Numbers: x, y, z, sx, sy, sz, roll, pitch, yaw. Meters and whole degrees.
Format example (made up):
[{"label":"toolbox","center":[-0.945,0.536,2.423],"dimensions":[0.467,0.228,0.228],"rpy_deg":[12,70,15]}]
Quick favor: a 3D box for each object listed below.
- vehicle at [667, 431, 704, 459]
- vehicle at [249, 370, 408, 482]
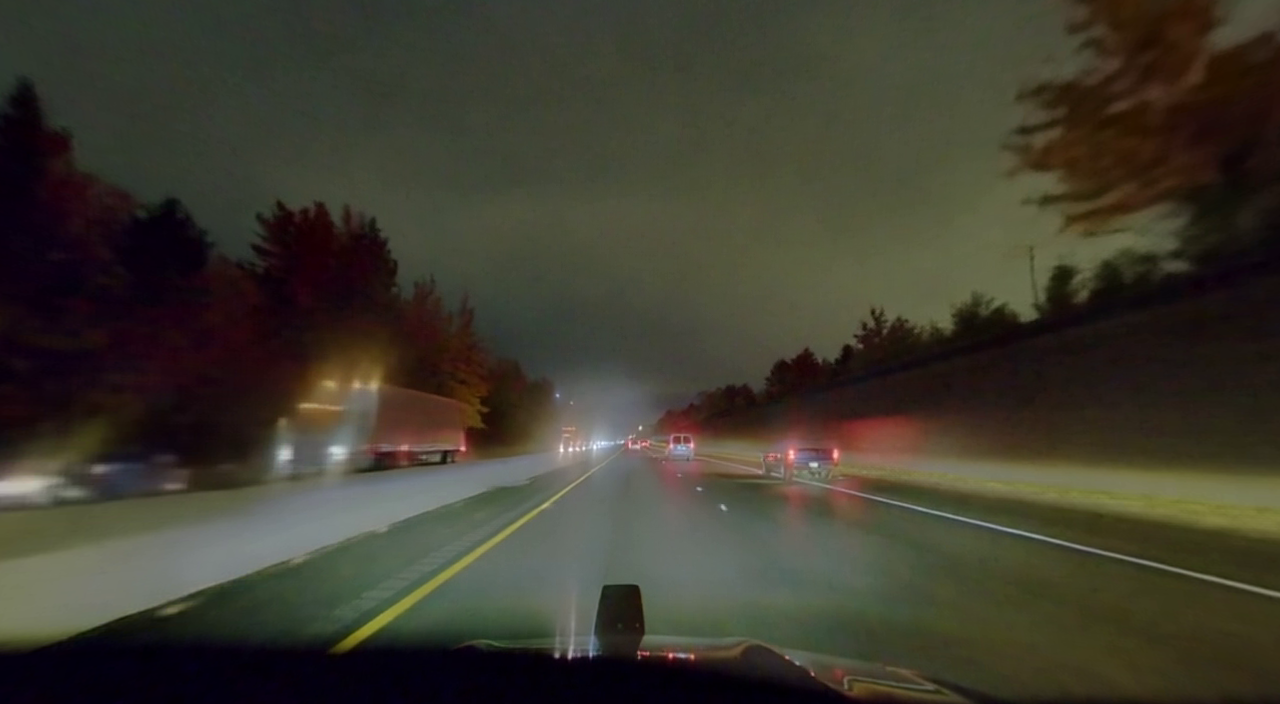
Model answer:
[{"label":"vehicle","center":[3.452,7.218,49.133],"dimensions":[2.393,2.072,4.958],"rpy_deg":[0,-8,-1]},{"label":"vehicle","center":[-12.282,3.059,25.699],"dimensions":[2.942,3.946,6.482],"rpy_deg":[0,-8,1]}]
